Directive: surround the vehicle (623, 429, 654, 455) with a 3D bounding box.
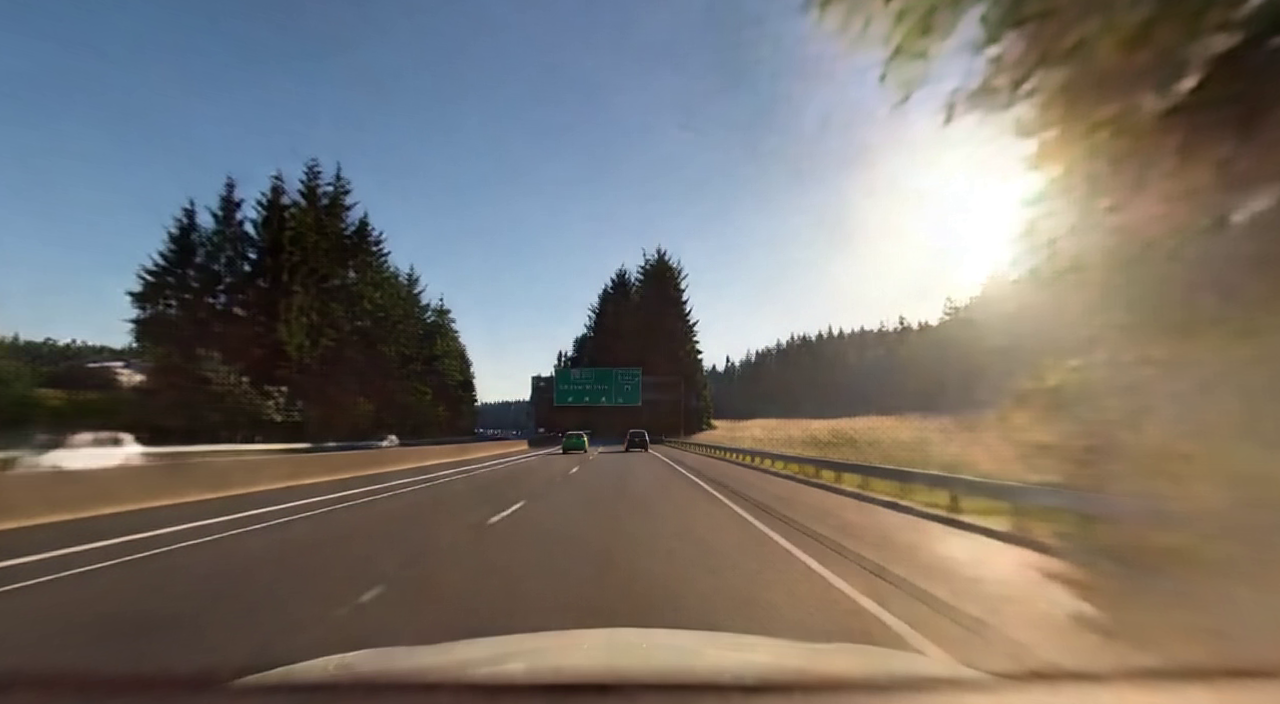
[{"bbox_3d":[-0.129,6.555,45.890,2.170,1.790,4.490,0,-8,0],"label":"vehicle"}]

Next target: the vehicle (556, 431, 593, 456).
[{"bbox_3d":[-4.380,6.159,42.478,2.055,1.610,4.116,0,-8,0],"label":"vehicle"}]
